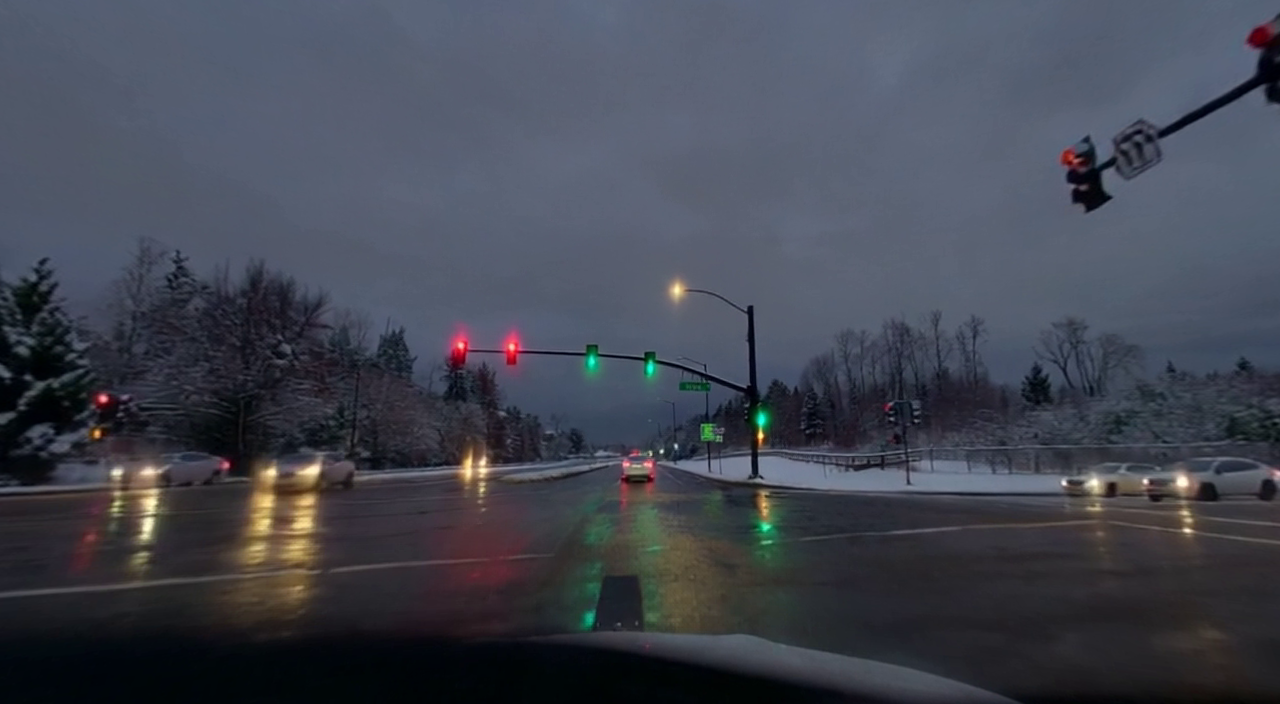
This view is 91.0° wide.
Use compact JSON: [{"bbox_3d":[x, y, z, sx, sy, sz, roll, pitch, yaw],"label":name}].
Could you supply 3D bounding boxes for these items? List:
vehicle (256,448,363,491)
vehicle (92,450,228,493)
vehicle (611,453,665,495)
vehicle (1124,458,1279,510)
[{"bbox_3d":[-14.080,5.009,27.172,2.024,1.663,4.502,0,-8,3],"label":"vehicle"},{"bbox_3d":[-21.746,5.390,28.818,2.189,1.720,4.653,-1,-9,8],"label":"vehicle"},{"bbox_3d":[-0.070,4.692,24.522,1.954,1.469,3.465,0,-8,0],"label":"vehicle"},{"bbox_3d":[18.218,4.121,19.893,4.441,1.466,1.982,1,-9,-9],"label":"vehicle"}]
